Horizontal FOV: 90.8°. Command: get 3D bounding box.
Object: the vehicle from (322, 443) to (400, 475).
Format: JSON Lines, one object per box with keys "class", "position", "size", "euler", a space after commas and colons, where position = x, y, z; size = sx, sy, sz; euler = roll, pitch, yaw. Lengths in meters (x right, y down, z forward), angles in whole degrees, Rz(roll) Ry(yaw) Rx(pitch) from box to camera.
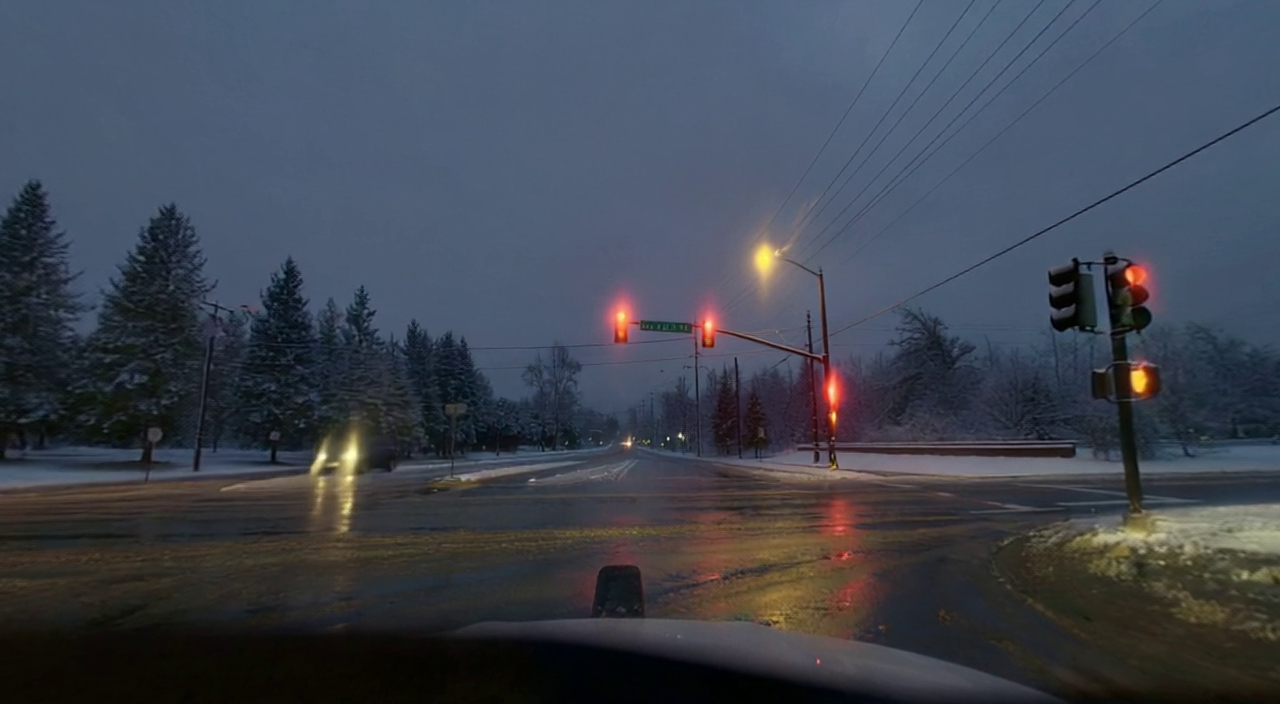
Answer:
{"class": "vehicle", "position": [-14.518, 5.554, 33.154], "size": [1.893, 1.547, 4.283], "euler": [-1, -8, 4]}
